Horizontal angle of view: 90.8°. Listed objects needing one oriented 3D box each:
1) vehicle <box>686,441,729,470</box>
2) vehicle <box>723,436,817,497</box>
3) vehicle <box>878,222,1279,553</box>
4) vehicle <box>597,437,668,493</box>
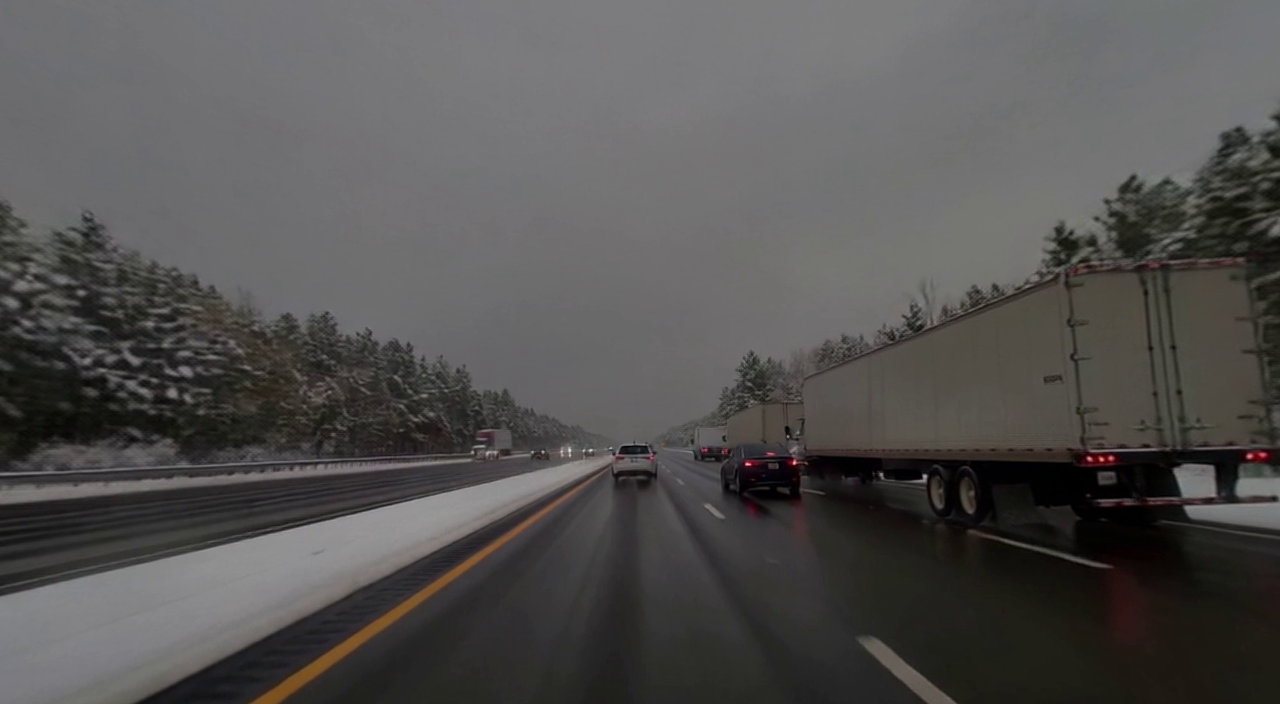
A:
[{"bbox_3d":[4.134,6.431,39.321,2.150,1.632,4.260,0,-9,0],"label":"vehicle"},{"bbox_3d":[3.704,3.343,18.755,1.920,1.594,3.867,0,-9,-1],"label":"vehicle"},{"bbox_3d":[7.606,1.005,11.935,2.823,4.063,8.485,0,-9,0],"label":"vehicle"},{"bbox_3d":[-0.207,3.550,20.091,2.023,1.618,3.628,0,-9,0],"label":"vehicle"}]
